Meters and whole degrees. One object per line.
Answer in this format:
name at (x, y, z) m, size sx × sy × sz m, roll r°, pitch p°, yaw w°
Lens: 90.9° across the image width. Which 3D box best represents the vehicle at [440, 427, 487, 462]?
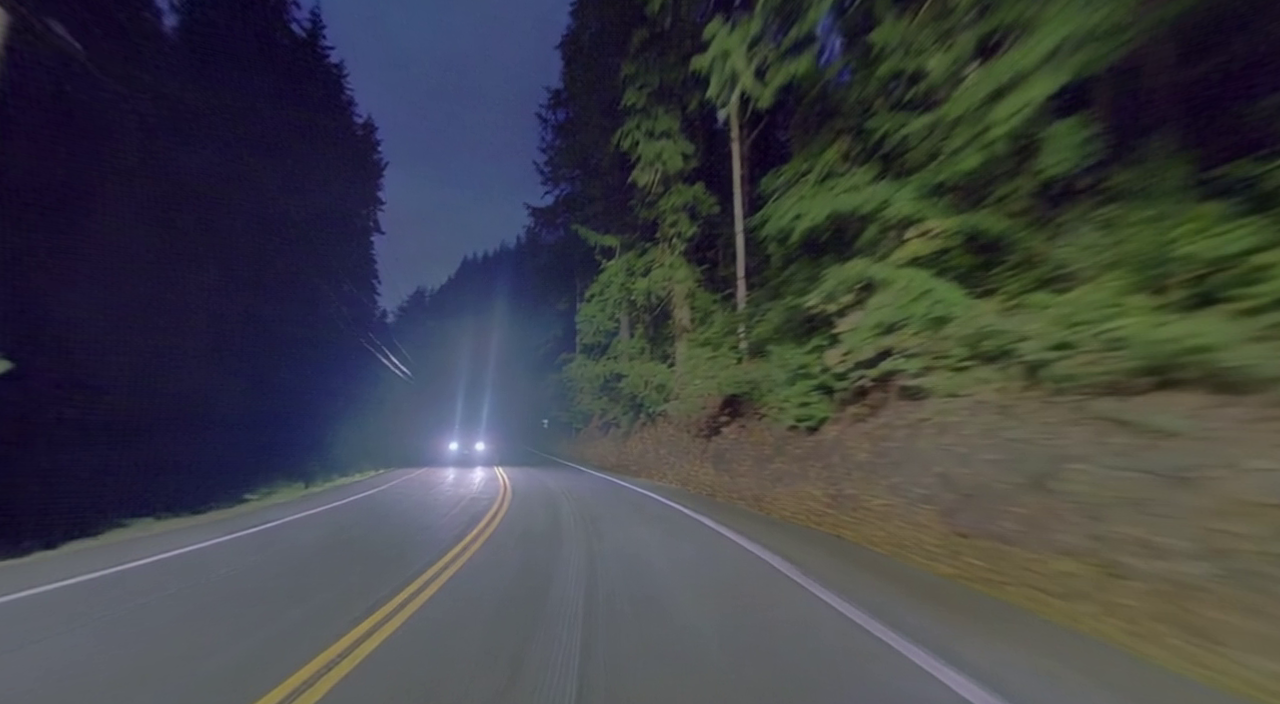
vehicle at (-10.299, 5.443, 37.083) m, size 2.213 × 1.882 × 4.693 m, roll 2°, pitch -8°, yaw -11°
